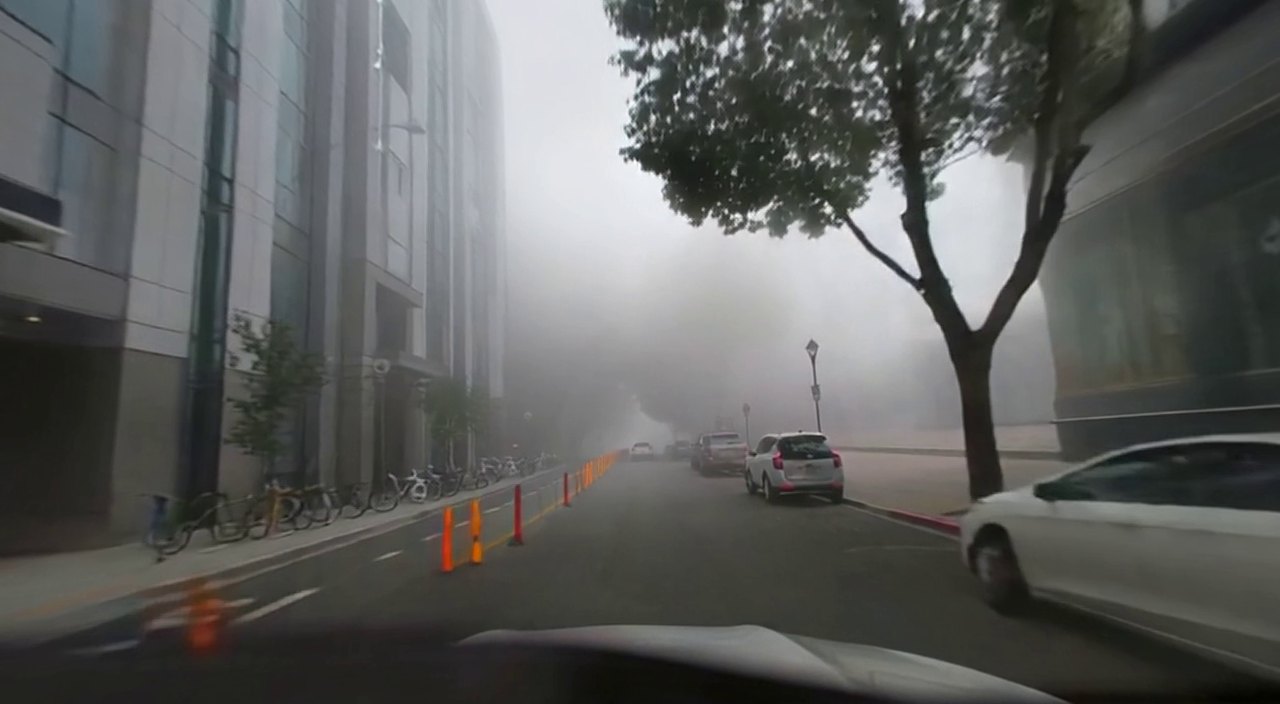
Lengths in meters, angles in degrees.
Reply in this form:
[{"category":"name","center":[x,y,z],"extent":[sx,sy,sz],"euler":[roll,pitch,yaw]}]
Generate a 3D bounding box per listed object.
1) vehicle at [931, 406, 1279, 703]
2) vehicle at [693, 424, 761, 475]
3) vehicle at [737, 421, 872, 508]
[{"category":"vehicle","center":[3.723,1.047,3.254],"extent":[1.926,1.509,4.985],"euler":[-1,-8,-2]},{"category":"vehicle","center":[3.472,4.007,26.094],"extent":[2.127,1.864,4.892],"euler":[-1,-8,0]},{"category":"vehicle","center":[3.799,2.674,15.452],"extent":[1.999,1.769,4.191],"euler":[-1,-8,-2]}]
